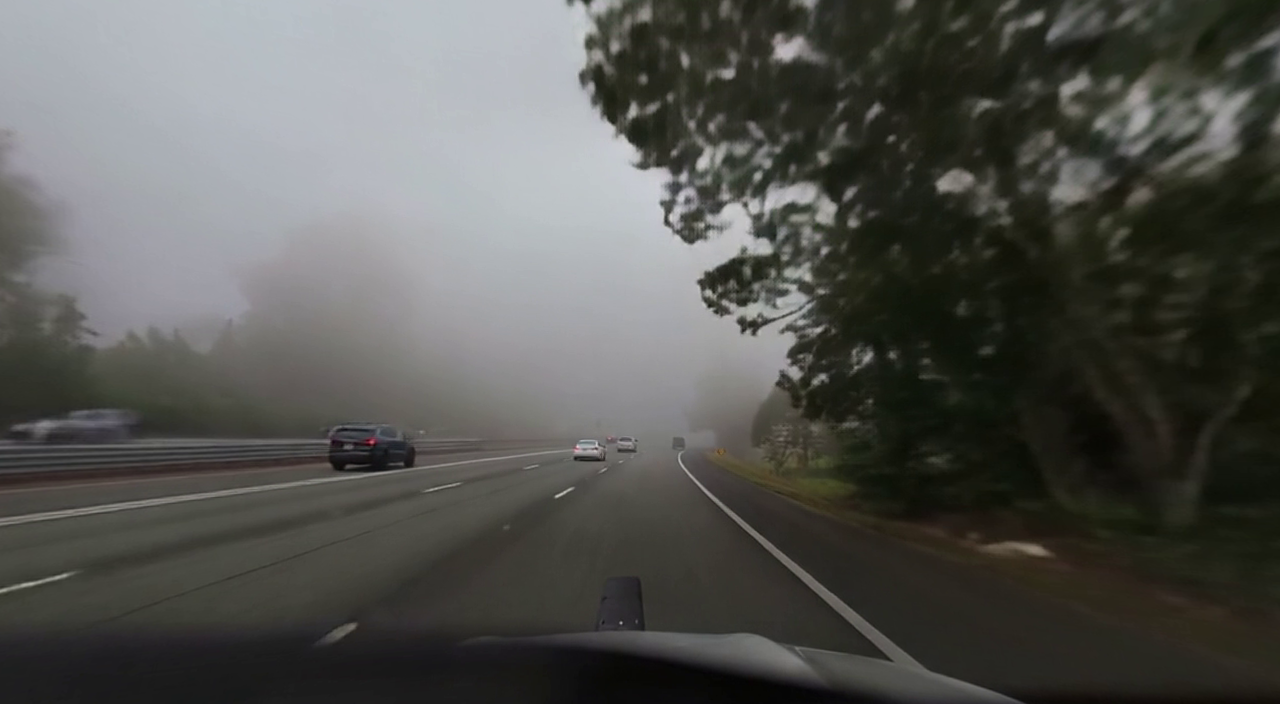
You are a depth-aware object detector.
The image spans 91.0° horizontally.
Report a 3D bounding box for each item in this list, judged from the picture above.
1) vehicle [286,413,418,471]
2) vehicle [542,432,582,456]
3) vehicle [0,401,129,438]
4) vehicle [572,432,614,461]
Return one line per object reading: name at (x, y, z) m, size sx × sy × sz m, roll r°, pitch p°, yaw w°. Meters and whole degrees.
vehicle at (-10.988, 3.550, 24.647) m, size 2.264 × 1.980 × 5.574 m, roll 0°, pitch -9°, yaw 3°
vehicle at (-5.802, 6.939, 47.268) m, size 2.108 × 1.686 × 4.556 m, roll 0°, pitch -9°, yaw 4°
vehicle at (-33.308, 3.977, 36.568) m, size 2.154 × 1.864 × 5.824 m, roll 0°, pitch -9°, yaw 3°
vehicle at (-2.890, 6.007, 39.973) m, size 2.035 × 1.673 × 4.469 m, roll 0°, pitch -9°, yaw 4°
